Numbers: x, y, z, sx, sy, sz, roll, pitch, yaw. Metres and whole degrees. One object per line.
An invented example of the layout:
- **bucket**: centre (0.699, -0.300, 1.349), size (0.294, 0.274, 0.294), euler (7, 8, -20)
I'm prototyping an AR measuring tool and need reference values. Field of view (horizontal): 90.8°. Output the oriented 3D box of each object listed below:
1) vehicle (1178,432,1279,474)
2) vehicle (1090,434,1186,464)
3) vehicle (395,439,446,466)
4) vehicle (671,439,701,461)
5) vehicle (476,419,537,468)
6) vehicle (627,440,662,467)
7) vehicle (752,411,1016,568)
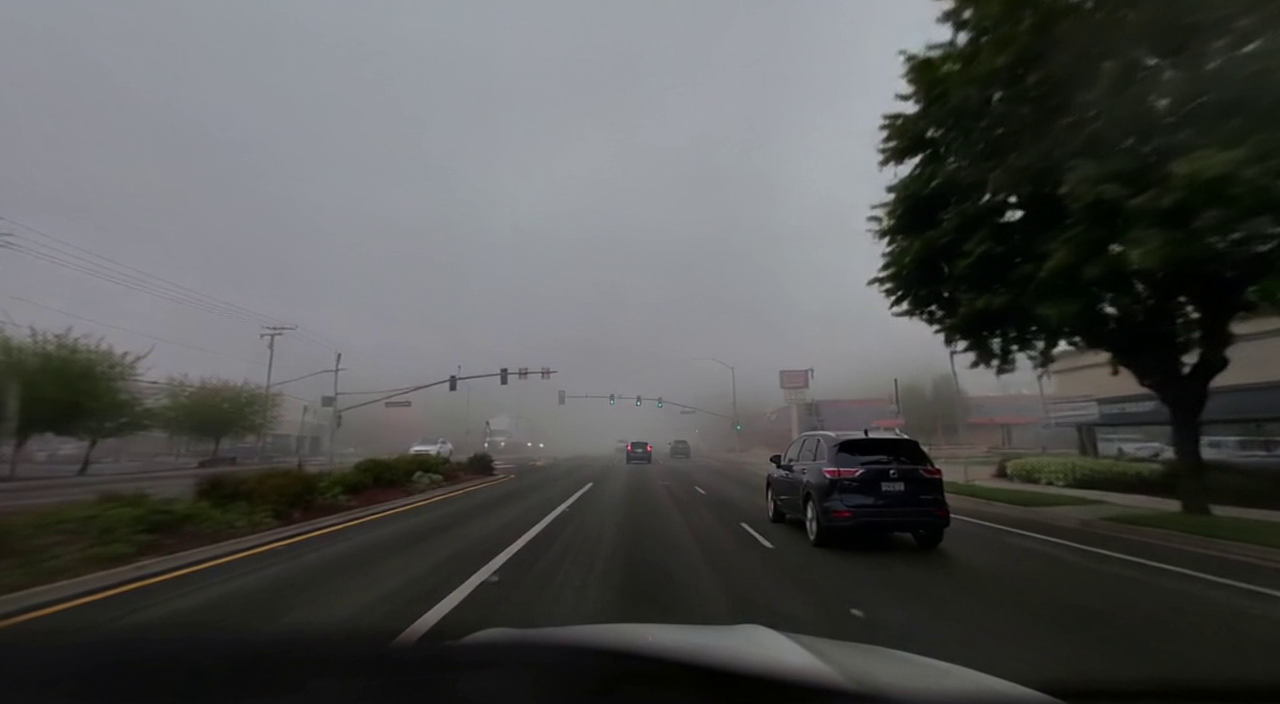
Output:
- **vehicle**: centre (25.670, 4.242, 26.651), size (1.924, 1.595, 4.372), euler (0, -9, -2)
- **vehicle**: centre (31.406, 6.151, 40.057), size (1.980, 1.792, 4.850), euler (0, -9, -1)
- **vehicle**: centre (-14.144, 6.475, 40.894), size (1.847, 1.624, 3.927), euler (0, -9, 1)
- **vehicle**: centre (3.549, 7.685, 49.506), size (2.085, 1.668, 4.077), euler (0, -9, 0)
- **vehicle**: centre (-7.406, 5.172, 35.767), size (2.334, 2.525, 5.893), euler (0, -8, -2)
- **vehicle**: centre (0.217, 6.134, 38.385), size (2.023, 1.532, 3.891), euler (0, -9, -1)
- **vehicle**: centre (3.036, 1.816, 9.094), size (1.969, 1.682, 4.387), euler (0, -9, -1)
